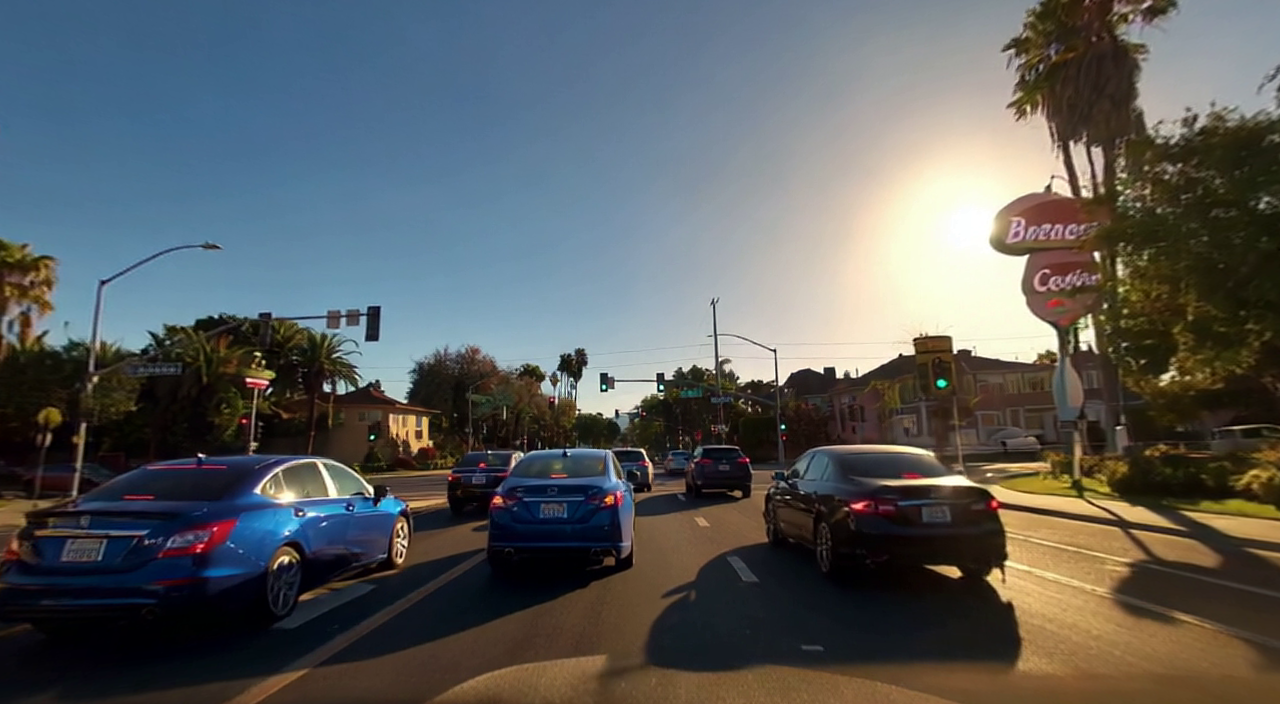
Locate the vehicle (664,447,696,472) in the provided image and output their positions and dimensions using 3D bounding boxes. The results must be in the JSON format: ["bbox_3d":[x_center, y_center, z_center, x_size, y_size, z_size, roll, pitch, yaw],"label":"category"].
[{"bbox_3d":[2.920,7.974,47.109,2.063,1.750,4.410,0,-9,-1],"label":"vehicle"}]

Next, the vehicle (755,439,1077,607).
[{"bbox_3d":[2.859,1.851,7.839,2.014,1.464,4.312,0,-9,0],"label":"vehicle"}]

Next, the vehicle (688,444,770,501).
[{"bbox_3d":[2.733,3.819,20.401,1.956,1.615,4.205,0,-9,-1],"label":"vehicle"}]

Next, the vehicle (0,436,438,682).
[{"bbox_3d":[-3.698,1.605,6.149,2.058,1.474,4.473,0,-9,-1],"label":"vehicle"}]

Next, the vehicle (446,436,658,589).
[{"bbox_3d":[-0.924,1.893,8.269,2.104,1.500,3.815,0,-9,-2],"label":"vehicle"}]
